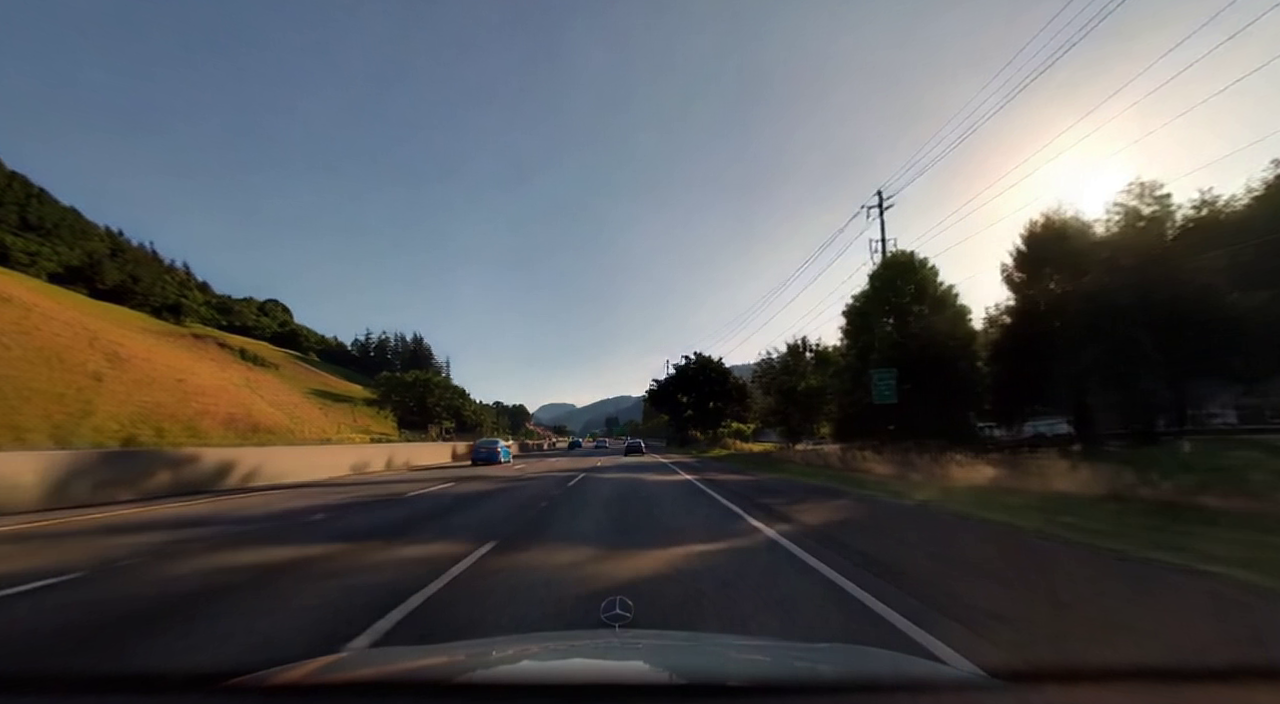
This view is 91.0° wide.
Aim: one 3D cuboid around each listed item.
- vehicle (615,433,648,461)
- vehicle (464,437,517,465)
[{"bbox_3d":[-0.576,6.223,41.192,2.040,1.715,3.906,0,-8,-1],"label":"vehicle"},{"bbox_3d":[-8.618,5.732,36.651,2.047,1.486,4.306,0,-8,-1],"label":"vehicle"}]
